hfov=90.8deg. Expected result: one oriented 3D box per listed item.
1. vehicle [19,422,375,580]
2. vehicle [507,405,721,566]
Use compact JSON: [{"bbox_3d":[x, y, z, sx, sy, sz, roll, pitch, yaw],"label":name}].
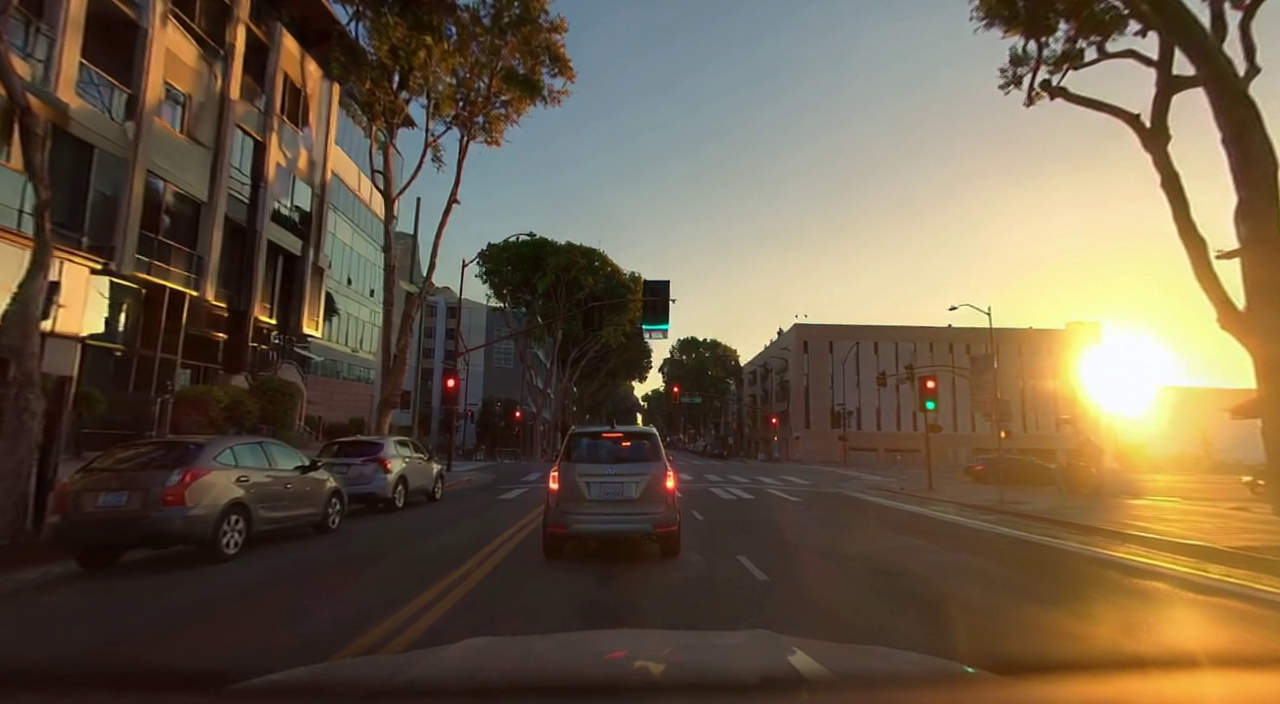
[{"bbox_3d":[-5.763,1.957,9.172,1.904,1.684,4.529,0,-9,-1],"label":"vehicle"},{"bbox_3d":[-0.249,1.707,8.705,2.258,1.687,3.934,0,-9,1],"label":"vehicle"}]
